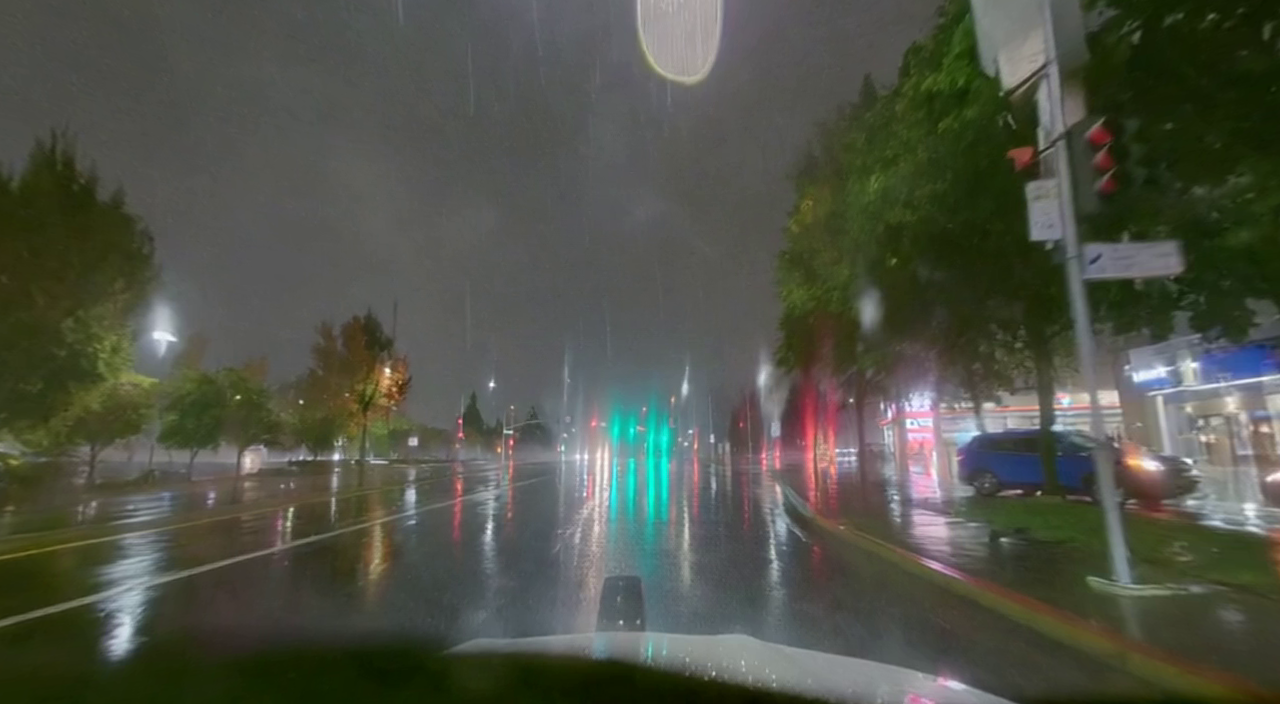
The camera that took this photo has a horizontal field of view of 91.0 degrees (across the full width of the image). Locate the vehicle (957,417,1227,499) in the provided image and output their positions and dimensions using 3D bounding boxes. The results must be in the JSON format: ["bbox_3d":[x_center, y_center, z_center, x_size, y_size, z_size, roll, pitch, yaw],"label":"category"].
[{"bbox_3d":[12.811,3.037,18.309,5.788,2.002,2.377,-3,-7,5],"label":"vehicle"}]

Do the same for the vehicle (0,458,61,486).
[{"bbox_3d":[-39.361,7.495,39.394,1.928,1.600,4.554,0,-9,-1],"label":"vehicle"}]
